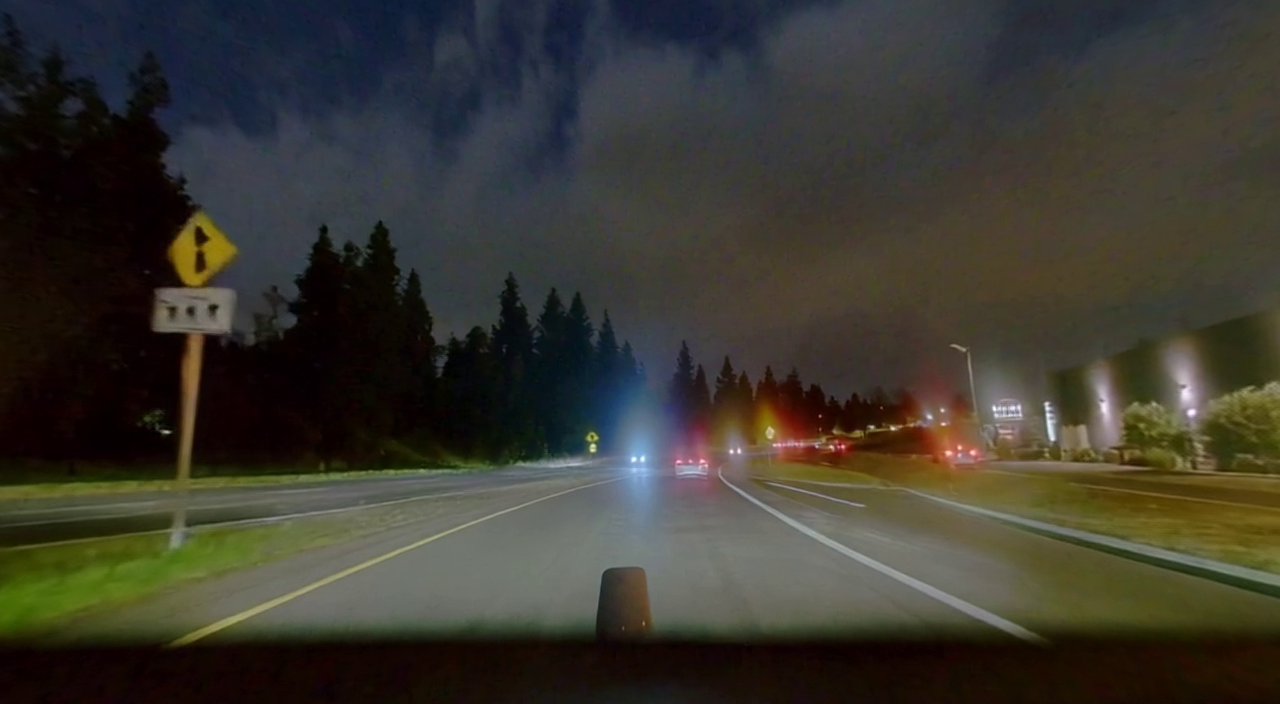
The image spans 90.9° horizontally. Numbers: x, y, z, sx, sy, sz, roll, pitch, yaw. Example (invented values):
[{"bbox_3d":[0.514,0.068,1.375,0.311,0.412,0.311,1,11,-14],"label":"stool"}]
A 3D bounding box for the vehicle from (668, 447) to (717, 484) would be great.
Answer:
[{"bbox_3d":[2.302,4.974,28.023,1.956,1.473,4.640,-1,-8,4],"label":"vehicle"}]
